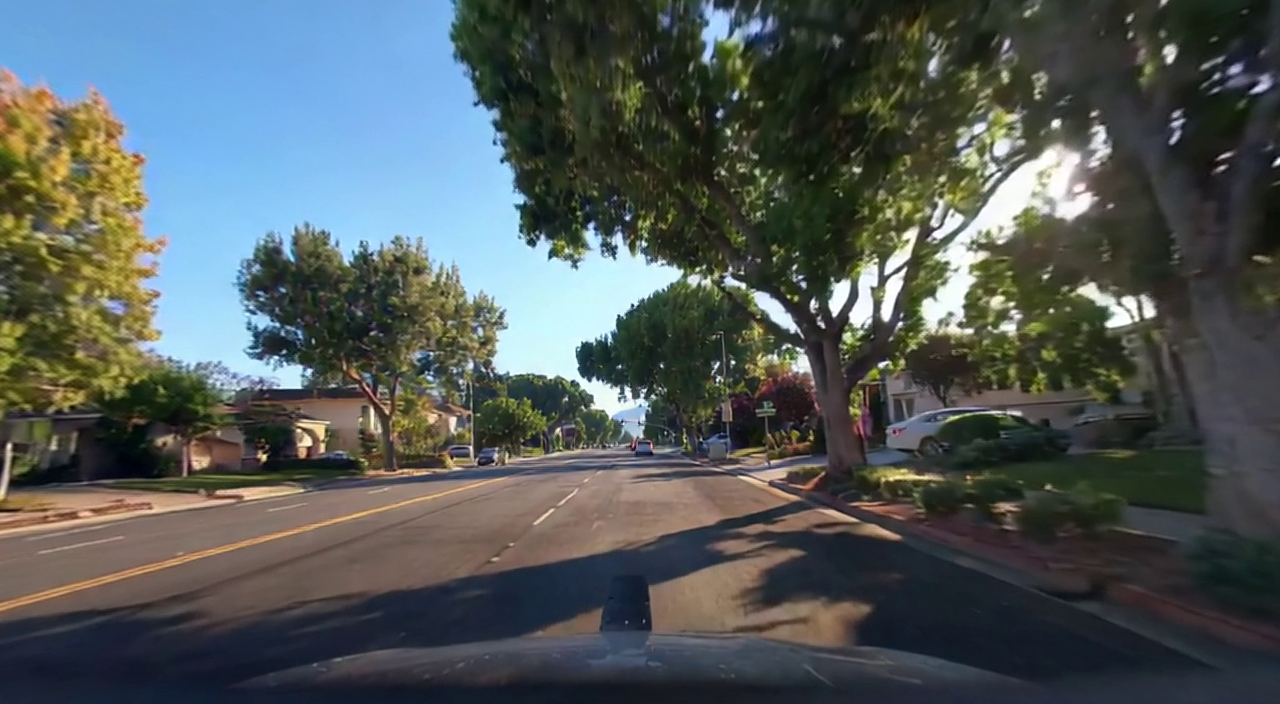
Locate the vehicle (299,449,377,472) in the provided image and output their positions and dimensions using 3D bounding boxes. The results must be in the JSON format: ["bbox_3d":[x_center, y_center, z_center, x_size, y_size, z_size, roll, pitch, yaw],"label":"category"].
[{"bbox_3d":[-22.587,8.136,47.333,4.791,1.564,2.125,0,-8,-5],"label":"vehicle"}]

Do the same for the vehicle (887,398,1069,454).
[{"bbox_3d":[11.276,2.580,21.482,4.996,1.563,1.984,-5,-9,15],"label":"vehicle"}]
